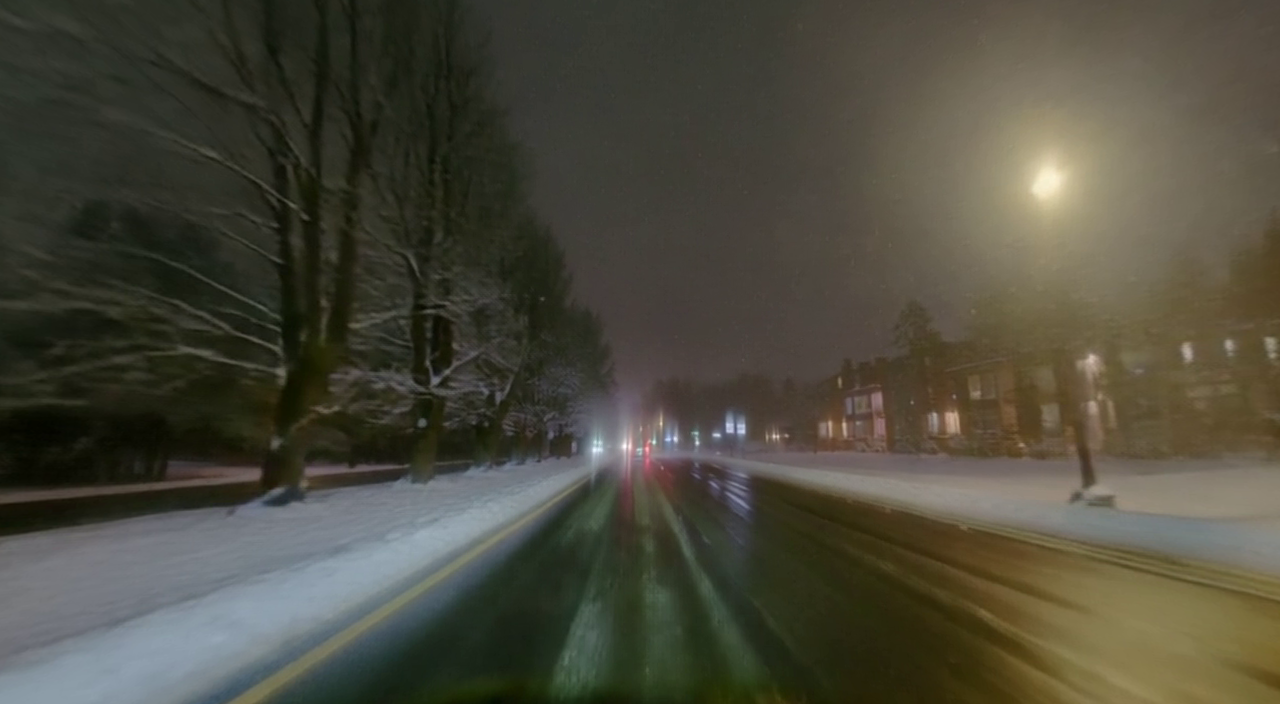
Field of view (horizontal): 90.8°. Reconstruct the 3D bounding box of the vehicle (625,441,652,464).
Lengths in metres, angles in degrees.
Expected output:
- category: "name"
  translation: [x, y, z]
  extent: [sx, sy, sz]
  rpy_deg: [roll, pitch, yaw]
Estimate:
- category: "vehicle"
  translation: [-0.122, 7.735, 48.702]
  extent: [2.016, 1.665, 3.932]
  rpy_deg: [0, -9, -1]
